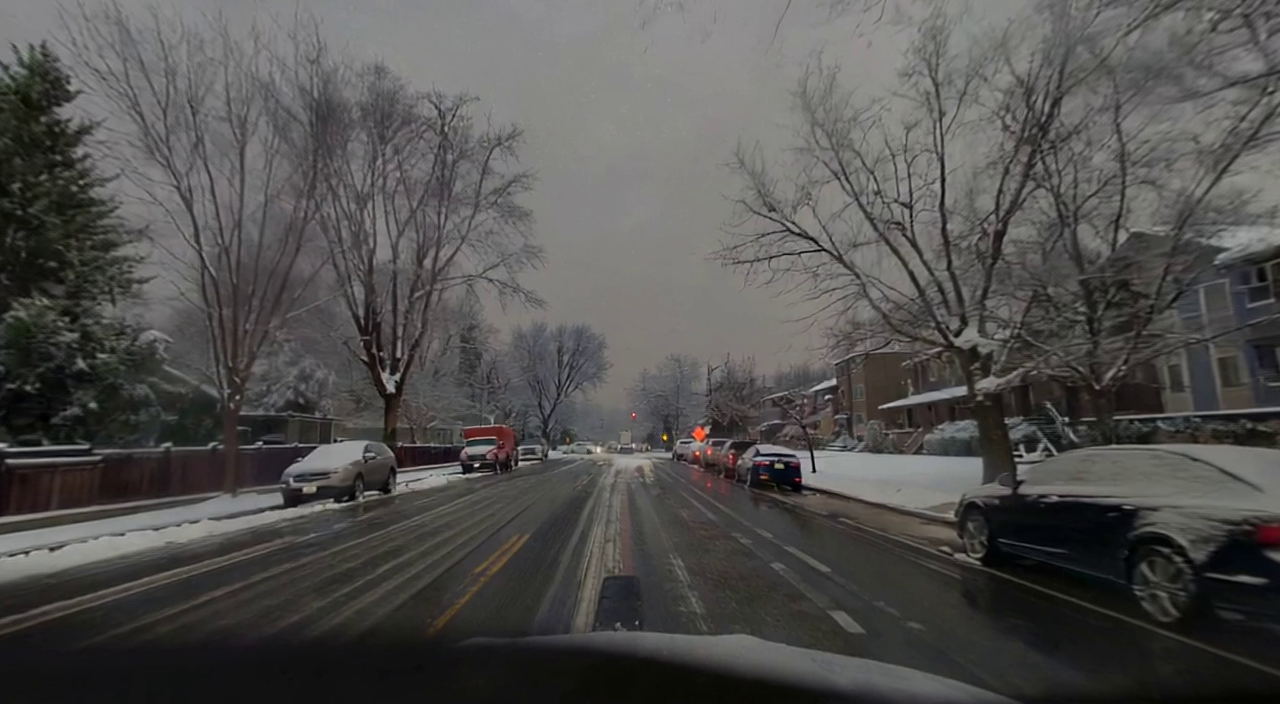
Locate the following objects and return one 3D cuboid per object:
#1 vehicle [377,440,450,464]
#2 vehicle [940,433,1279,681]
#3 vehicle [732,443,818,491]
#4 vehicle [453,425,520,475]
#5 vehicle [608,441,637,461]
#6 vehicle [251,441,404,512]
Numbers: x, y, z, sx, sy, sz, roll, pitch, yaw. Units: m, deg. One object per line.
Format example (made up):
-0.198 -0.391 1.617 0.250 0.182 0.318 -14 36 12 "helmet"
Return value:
-17.208 7.620 47.951 4.779 1.823 1.964 0 -9 -1 "vehicle"
4.812 1.468 5.299 2.027 1.493 4.679 1 -9 -4 "vehicle"
4.496 3.892 21.704 1.912 1.463 4.477 0 -8 -1 "vehicle"
-8.486 5.477 35.315 2.526 2.631 4.228 0 -8 2 "vehicle"
-1.360 7.864 49.985 2.151 1.481 4.084 0 -8 0 "vehicle"
-8.351 3.325 17.413 1.950 1.672 4.664 0 -8 -2 "vehicle"
